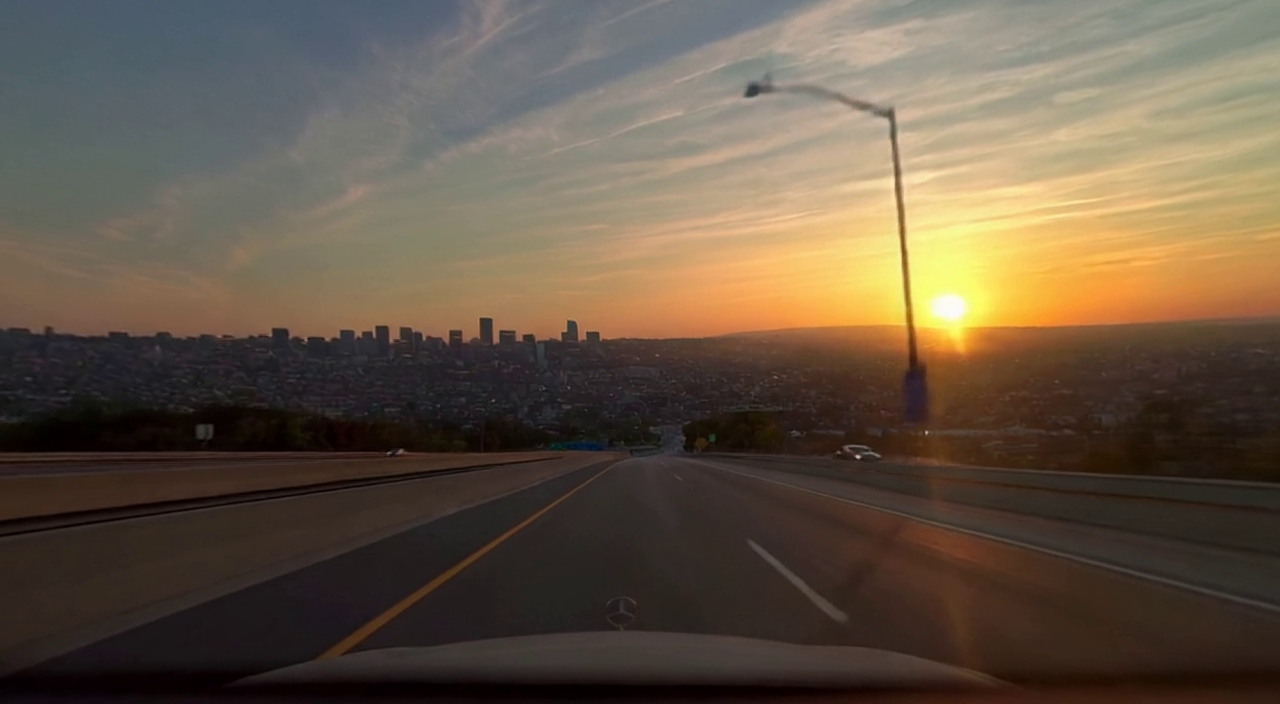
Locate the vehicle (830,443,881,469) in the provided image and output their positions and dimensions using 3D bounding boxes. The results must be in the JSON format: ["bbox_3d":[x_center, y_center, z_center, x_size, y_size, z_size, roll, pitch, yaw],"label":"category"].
[{"bbox_3d":[13.944,6.728,40.954,1.770,1.578,3.997,0,-9,-2],"label":"vehicle"}]
